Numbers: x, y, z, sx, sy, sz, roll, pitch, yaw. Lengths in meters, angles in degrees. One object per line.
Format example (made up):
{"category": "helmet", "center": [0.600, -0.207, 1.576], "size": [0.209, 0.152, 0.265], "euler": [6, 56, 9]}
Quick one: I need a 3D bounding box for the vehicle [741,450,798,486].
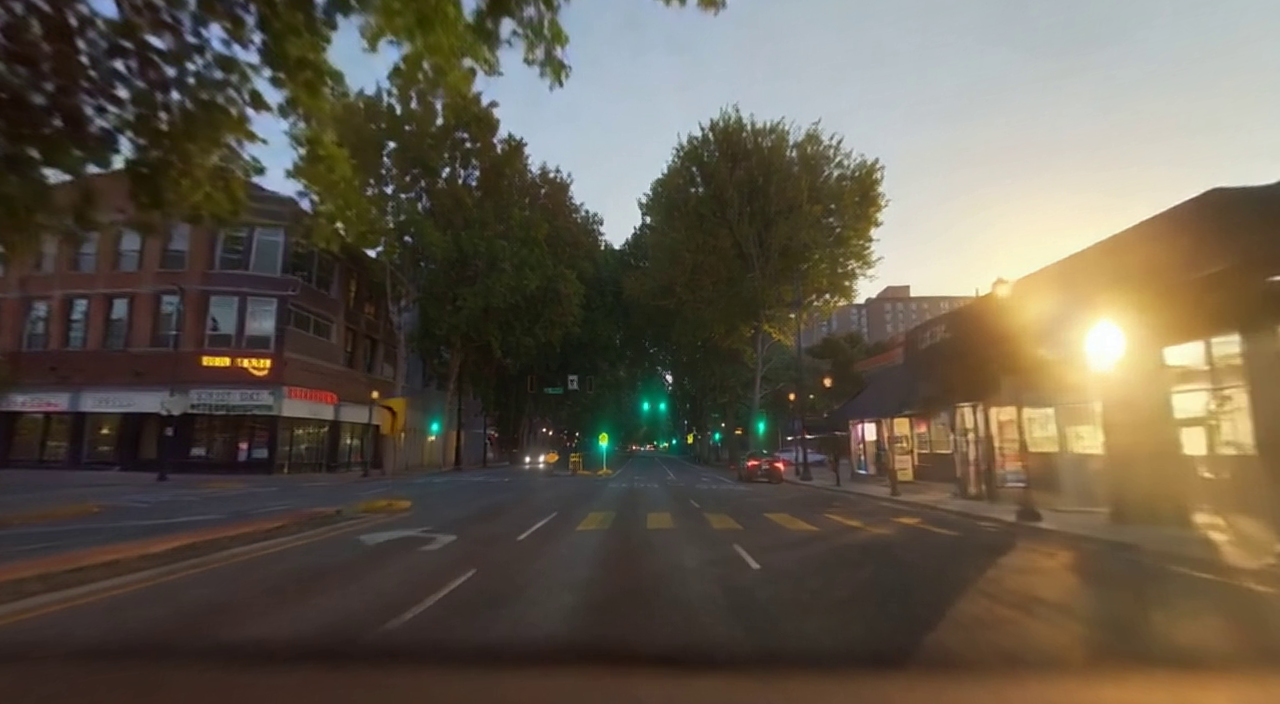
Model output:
{"category": "vehicle", "center": [6.267, 5.651, 30.979], "size": [1.906, 1.523, 4.336], "euler": [2, -9, 0]}
